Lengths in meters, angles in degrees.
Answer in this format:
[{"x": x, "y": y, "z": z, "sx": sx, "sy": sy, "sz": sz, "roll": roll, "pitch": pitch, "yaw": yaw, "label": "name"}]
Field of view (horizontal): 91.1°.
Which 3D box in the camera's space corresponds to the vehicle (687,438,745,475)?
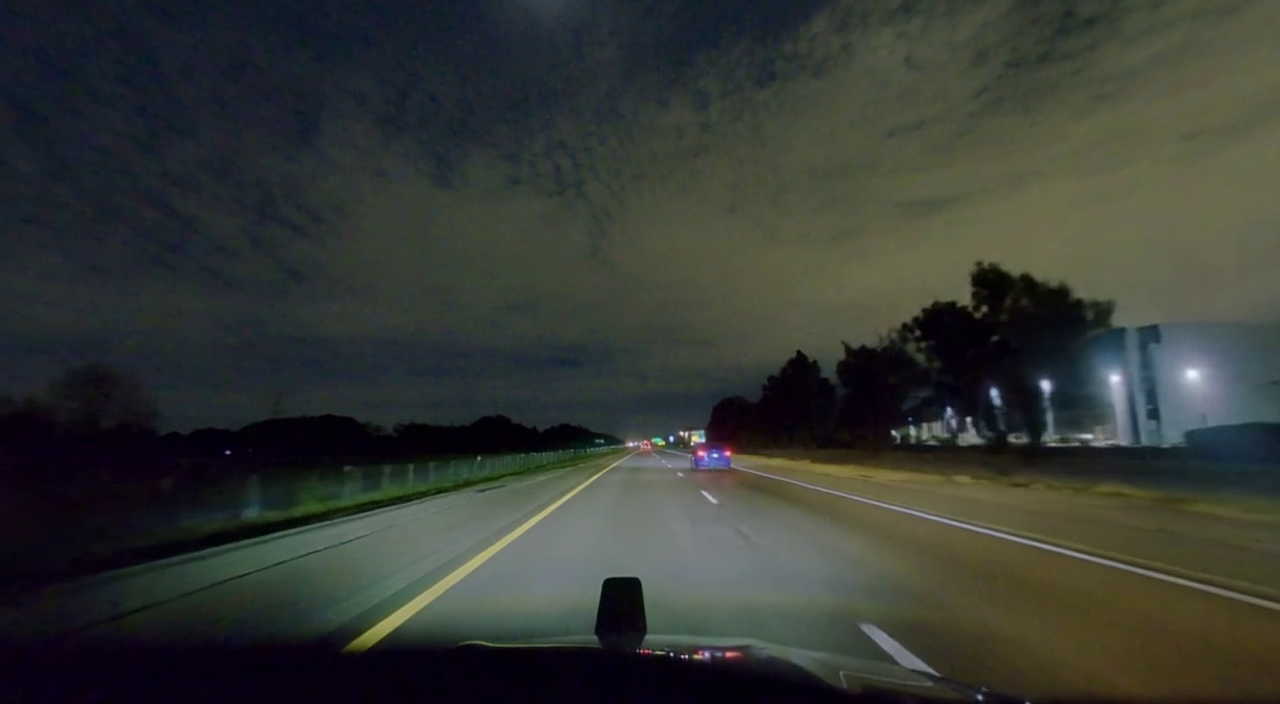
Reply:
[{"x": 3.393, "y": 4.763, "z": 28.800, "sx": 2.079, "sy": 1.531, "sz": 3.997, "roll": 0, "pitch": -8, "yaw": -1, "label": "vehicle"}]
